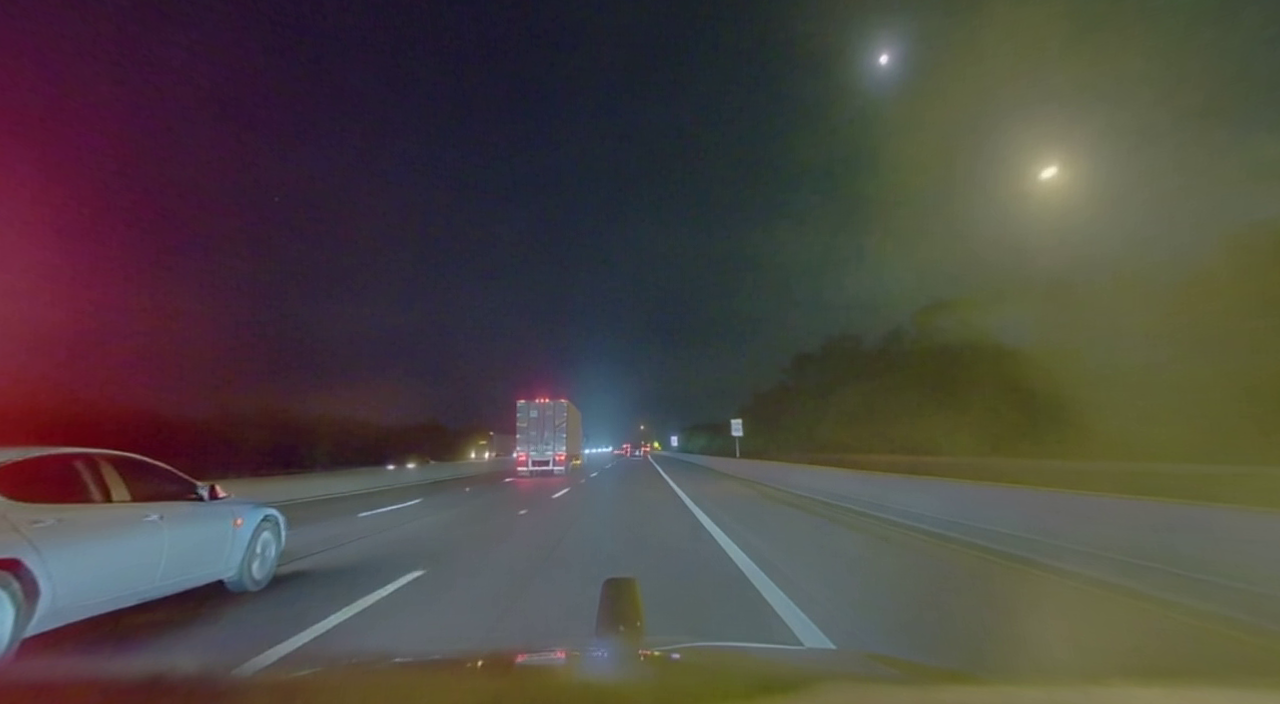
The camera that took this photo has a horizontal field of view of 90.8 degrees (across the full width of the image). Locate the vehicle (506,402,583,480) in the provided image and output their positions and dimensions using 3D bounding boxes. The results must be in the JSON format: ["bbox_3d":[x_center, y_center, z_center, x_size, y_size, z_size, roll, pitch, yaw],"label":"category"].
[{"bbox_3d":[-4.571,4.517,31.856,2.707,3.461,7.191,0,-9,0],"label":"vehicle"}]
